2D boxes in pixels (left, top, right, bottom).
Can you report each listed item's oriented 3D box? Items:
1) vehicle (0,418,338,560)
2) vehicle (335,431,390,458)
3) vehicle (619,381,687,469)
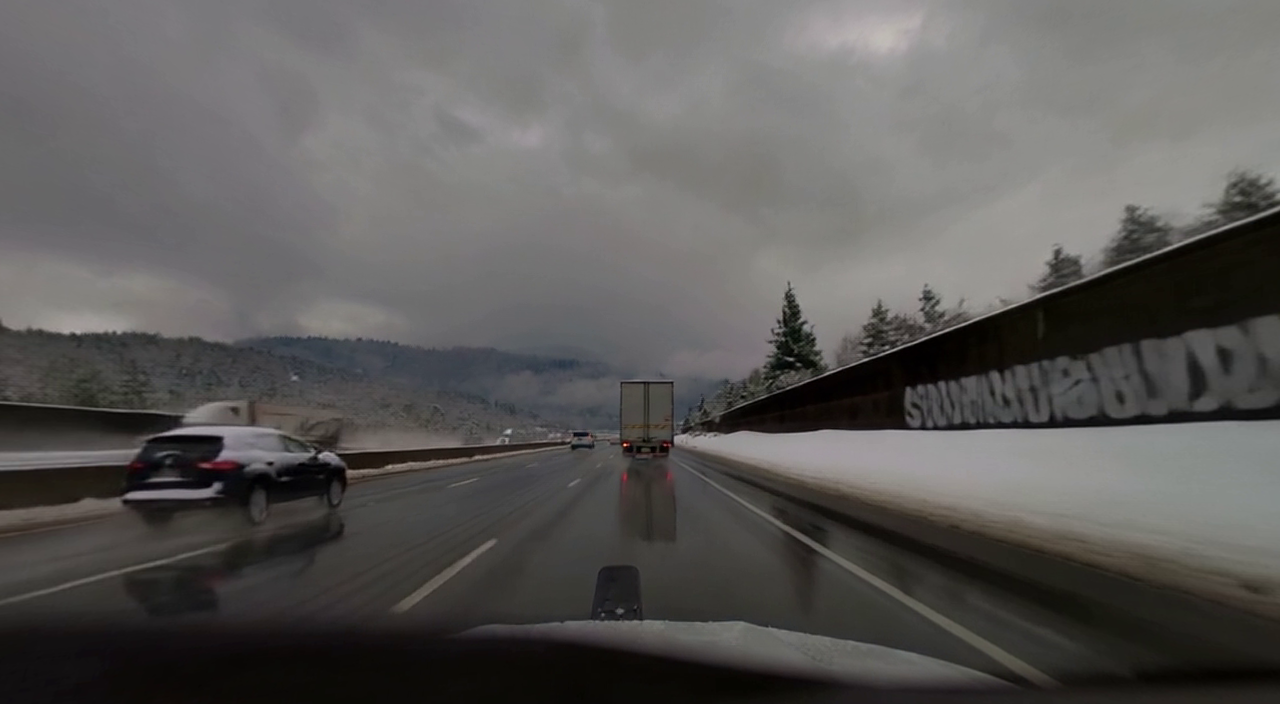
[{"bbox_3d":[-6.546,1.815,9.216,1.982,1.535,4.519,0,-8,0],"label":"vehicle"},{"bbox_3d":[-14.761,4.929,33.698,1.516,1.328,3.122,0,-8,0],"label":"vehicle"},{"bbox_3d":[0.402,3.885,32.513,2.921,3.765,10.773,0,-8,-2],"label":"vehicle"}]
